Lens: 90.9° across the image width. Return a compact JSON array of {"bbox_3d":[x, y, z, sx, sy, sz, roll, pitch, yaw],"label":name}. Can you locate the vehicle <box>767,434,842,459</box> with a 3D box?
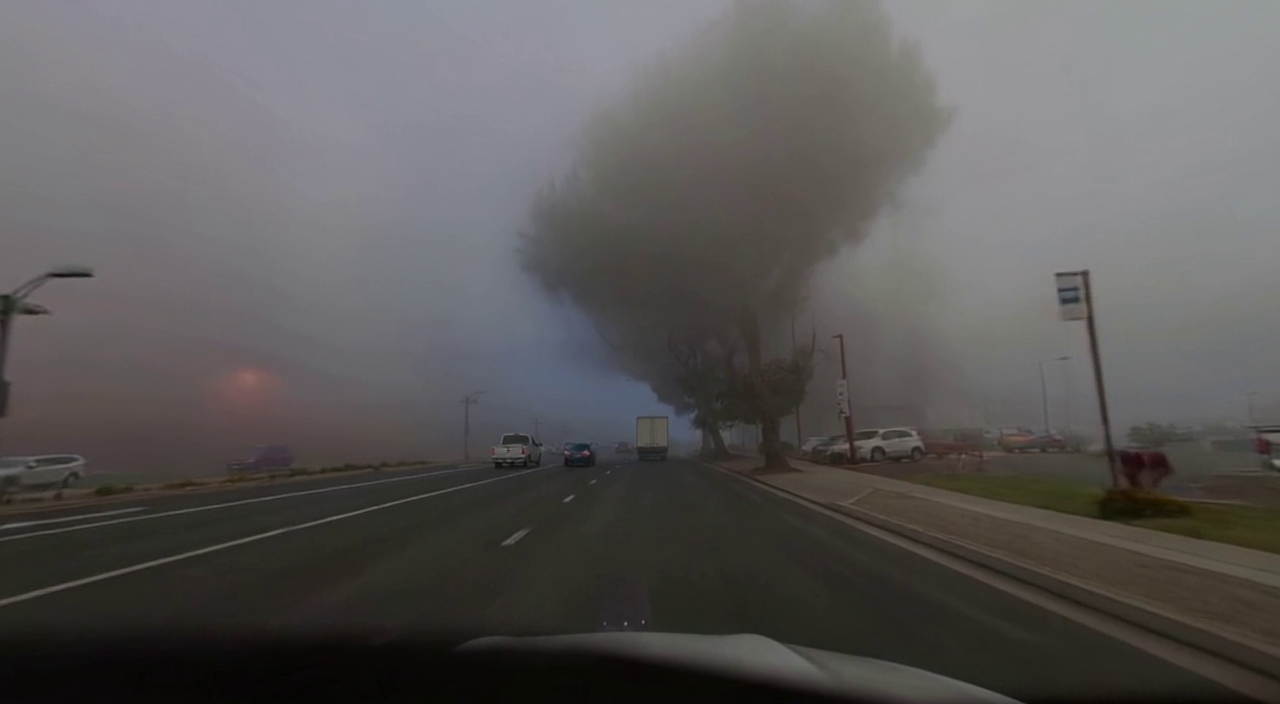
[{"bbox_3d":[10.658,6.147,41.017,4.346,1.595,1.964,0,-9,0],"label":"vehicle"}]

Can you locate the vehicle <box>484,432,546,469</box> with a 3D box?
[{"bbox_3d":[-6.724,5.385,34.623,2.149,1.893,5.187,0,-8,2],"label":"vehicle"}]

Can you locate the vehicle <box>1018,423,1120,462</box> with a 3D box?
[{"bbox_3d":[21.424,4.585,31.762,1.888,1.812,4.911,-1,-8,4],"label":"vehicle"}]

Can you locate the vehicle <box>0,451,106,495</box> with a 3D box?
[{"bbox_3d":[-26.021,5.129,27.134,1.918,1.687,4.653,0,-8,1],"label":"vehicle"}]

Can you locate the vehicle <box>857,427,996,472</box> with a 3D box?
[{"bbox_3d":[11.447,3.925,25.430,4.655,1.688,1.876,0,-9,2],"label":"vehicle"}]
